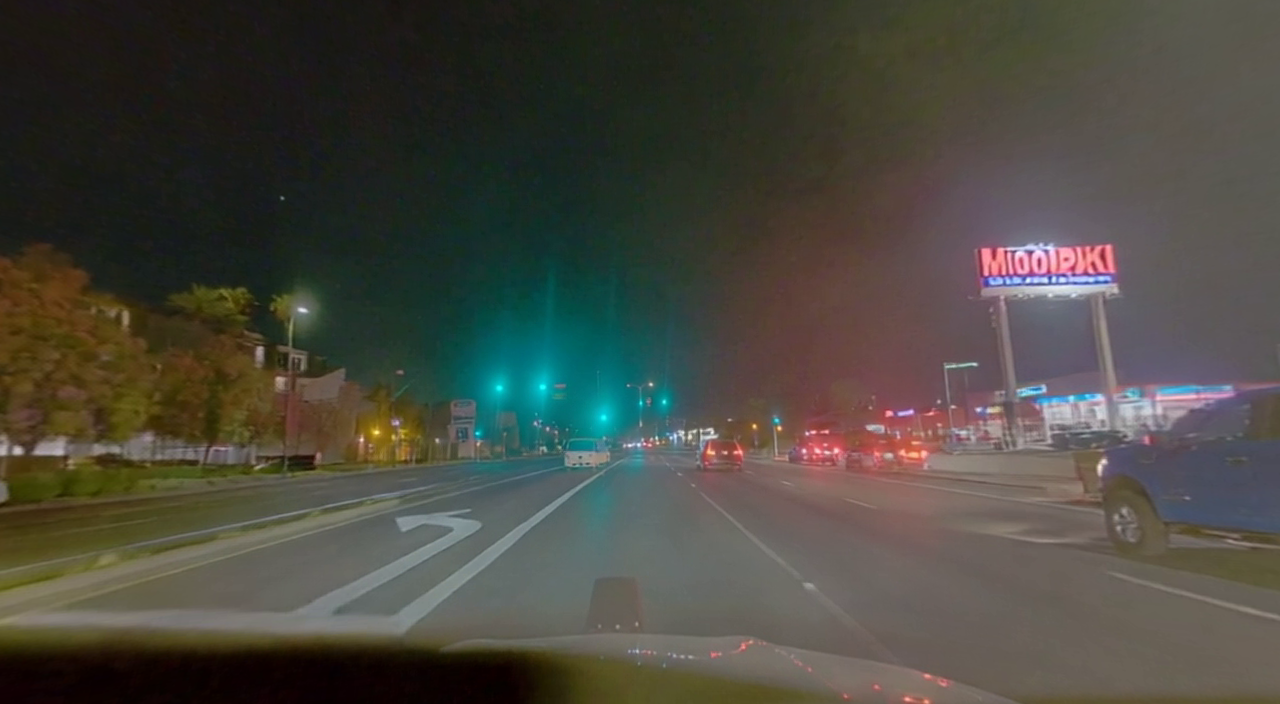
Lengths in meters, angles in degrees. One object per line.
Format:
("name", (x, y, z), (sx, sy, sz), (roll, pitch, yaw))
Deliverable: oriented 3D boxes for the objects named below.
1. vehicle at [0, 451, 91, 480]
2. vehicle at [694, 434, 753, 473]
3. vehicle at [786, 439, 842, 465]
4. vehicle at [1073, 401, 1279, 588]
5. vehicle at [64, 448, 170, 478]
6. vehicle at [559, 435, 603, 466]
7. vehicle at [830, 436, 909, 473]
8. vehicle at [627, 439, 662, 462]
("vehicle", (-40.239, 7.632, 42.768), (1.879, 1.747, 4.268), (-7, -11, 40))
("vehicle", (3.506, 4.378, 27.395), (1.889, 1.541, 4.303), (0, -8, -1))
("vehicle", (10.540, 6.097, 38.720), (1.957, 1.500, 4.816), (0, -8, -2))
("vehicle", (6.628, 1.212, 5.321), (2.140, 1.606, 5.437), (0, -8, 0))
("vehicle", (-35.654, 7.533, 43.169), (5.329, 1.893, 2.122), (8, -11, -42))
("vehicle", (-3.409, 5.823, 37.446), (2.117, 1.751, 4.478), (0, -8, 0))
("vehicle", (10.557, 4.735, 29.397), (1.965, 1.573, 4.308), (0, -8, -1))
("vehicle", (0.280, 6.574, 42.289), (2.258, 1.468, 4.076), (0, -8, 0))
